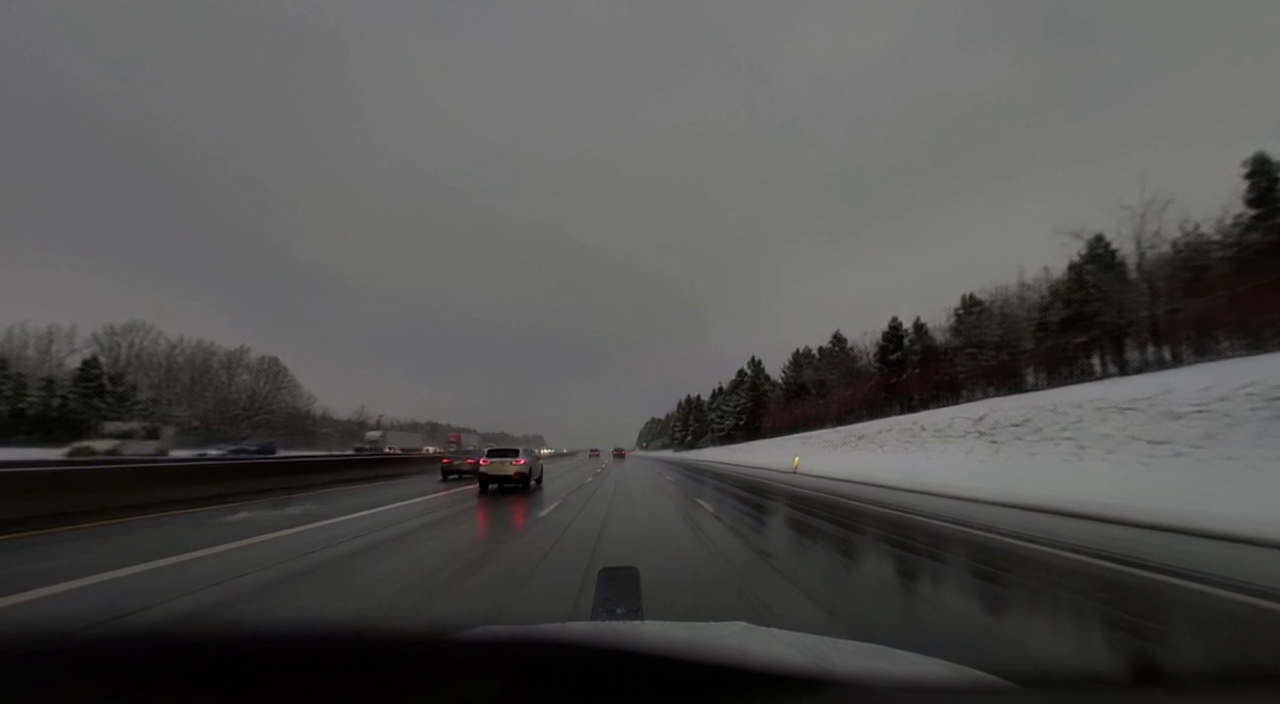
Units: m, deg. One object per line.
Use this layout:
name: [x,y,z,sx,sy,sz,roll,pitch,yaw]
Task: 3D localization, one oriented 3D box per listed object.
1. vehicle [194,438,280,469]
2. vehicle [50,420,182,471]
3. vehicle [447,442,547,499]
vehicle: [-25.149,6.354,39.691,2.213,1.784,4.993,0,-9,-1]
vehicle: [-28.821,5.222,35.137,2.237,2.591,5.886,0,-9,-1]
vehicle: [-4.224,3.579,19.470,2.073,1.516,4.478,0,-9,0]
